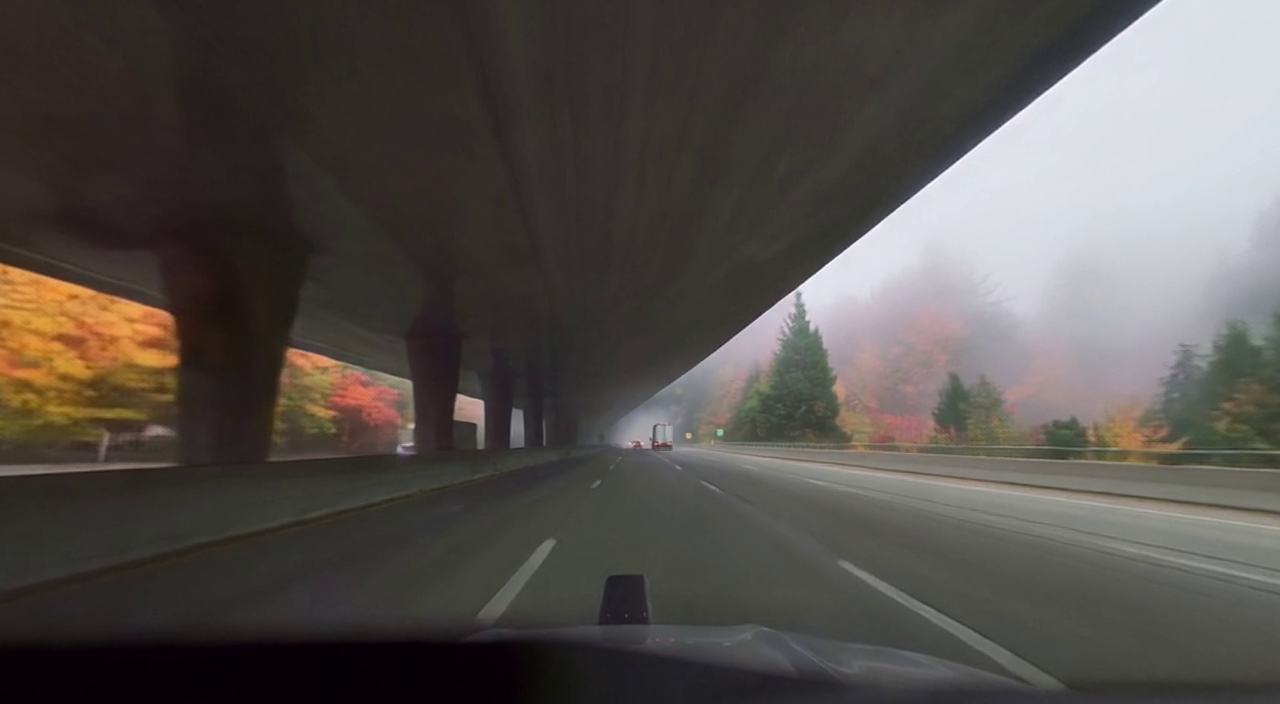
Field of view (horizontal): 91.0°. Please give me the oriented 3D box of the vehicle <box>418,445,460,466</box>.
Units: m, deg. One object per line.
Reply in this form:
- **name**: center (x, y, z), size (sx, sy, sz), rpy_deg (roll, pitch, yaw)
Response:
- **vehicle**: center (-15.382, 7.943, 48.382), size (1.757, 1.521, 4.154), rpy_deg (0, -8, 1)

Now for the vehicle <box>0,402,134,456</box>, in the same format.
- **vehicle**: center (-47.279, 5.591, 45.534), size (3.037, 3.868, 17.413), rpy_deg (-3, -8, 19)
